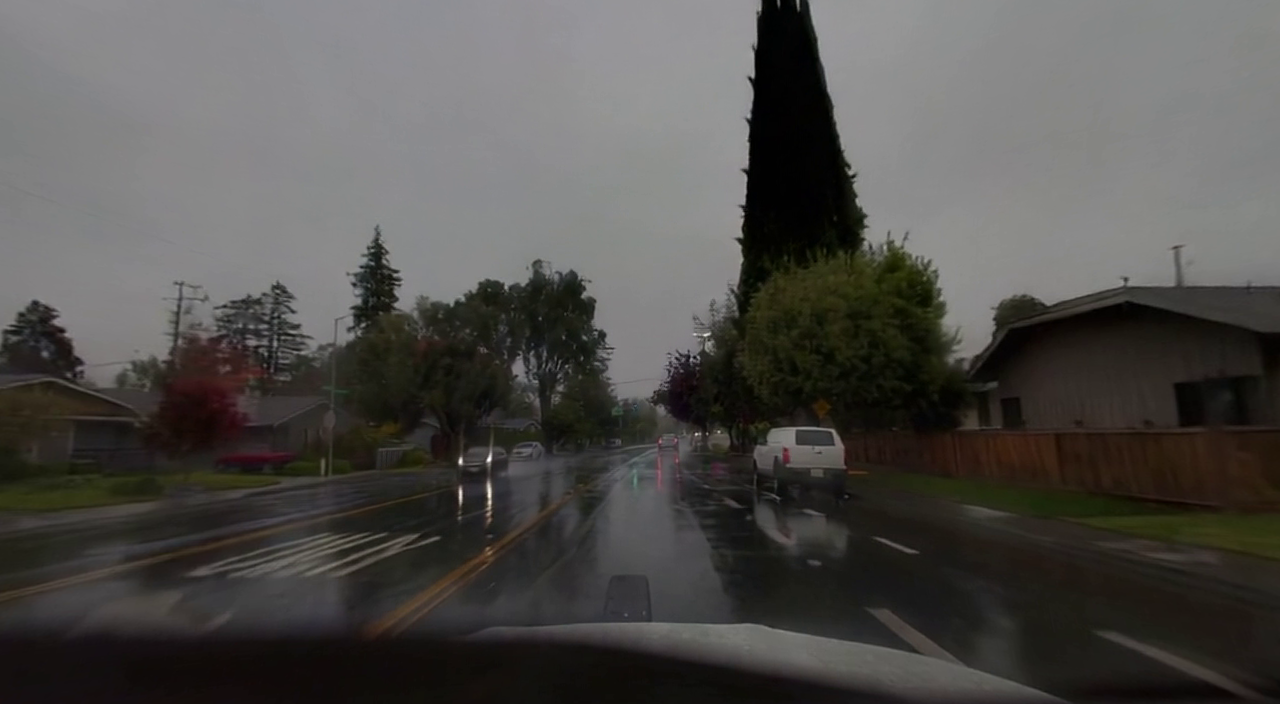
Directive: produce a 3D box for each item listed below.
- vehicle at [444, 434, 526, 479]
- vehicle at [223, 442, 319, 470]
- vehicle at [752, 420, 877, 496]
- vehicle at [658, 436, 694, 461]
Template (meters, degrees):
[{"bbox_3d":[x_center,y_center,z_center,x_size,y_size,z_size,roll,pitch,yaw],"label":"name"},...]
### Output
[{"bbox_3d":[-7.026,4.802,29.221,2.200,1.852,4.897,-1,-9,4],"label":"vehicle"},{"bbox_3d":[-24.669,6.969,42.335,4.999,1.735,2.227,1,-9,-9],"label":"vehicle"},{"bbox_3d":[4.885,3.073,18.608,2.233,1.887,5.347,0,-9,1],"label":"vehicle"},{"bbox_3d":[2.610,6.829,44.574,2.115,1.679,4.235,-1,-9,9],"label":"vehicle"}]
